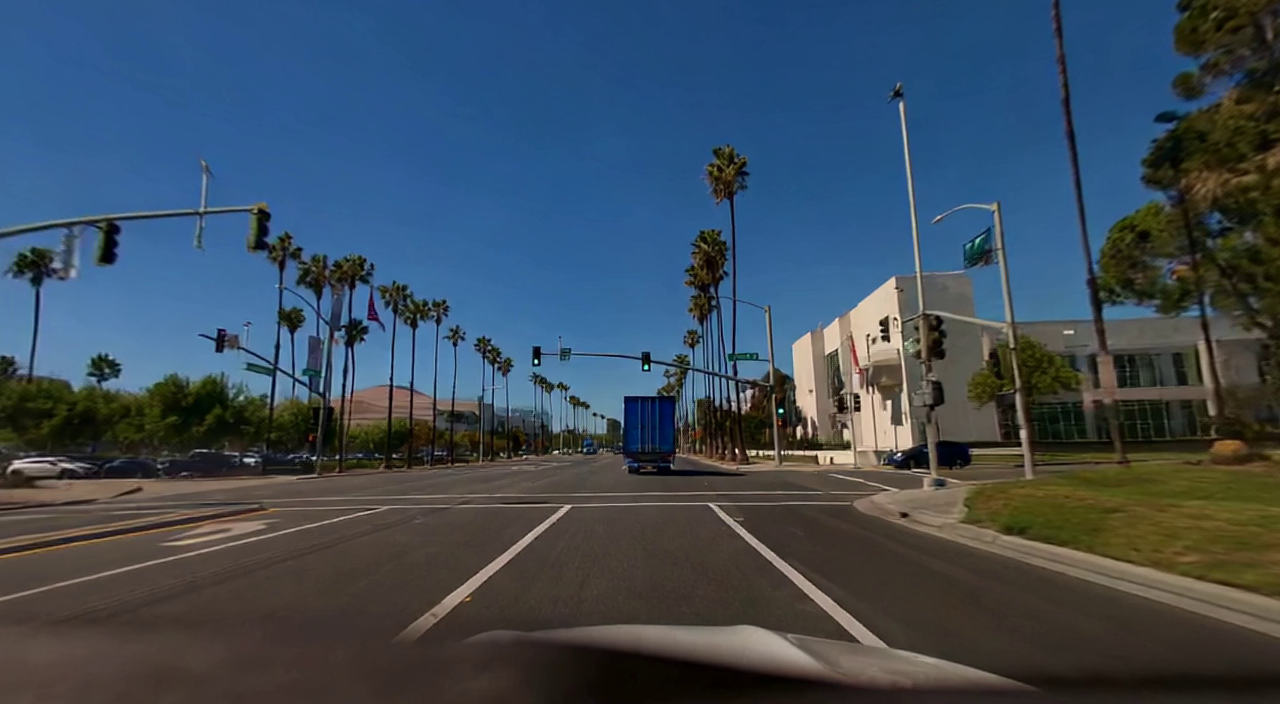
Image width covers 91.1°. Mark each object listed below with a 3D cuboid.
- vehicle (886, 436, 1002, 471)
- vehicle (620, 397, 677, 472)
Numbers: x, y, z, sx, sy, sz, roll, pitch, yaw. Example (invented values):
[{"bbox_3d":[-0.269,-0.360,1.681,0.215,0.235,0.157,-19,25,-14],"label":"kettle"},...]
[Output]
[{"bbox_3d":[13.710,4.608,28.531,4.270,1.520,1.931,0,-9,2],"label":"vehicle"},{"bbox_3d":[0.274,5.263,39.119,2.992,3.949,11.815,0,-9,-2],"label":"vehicle"}]
